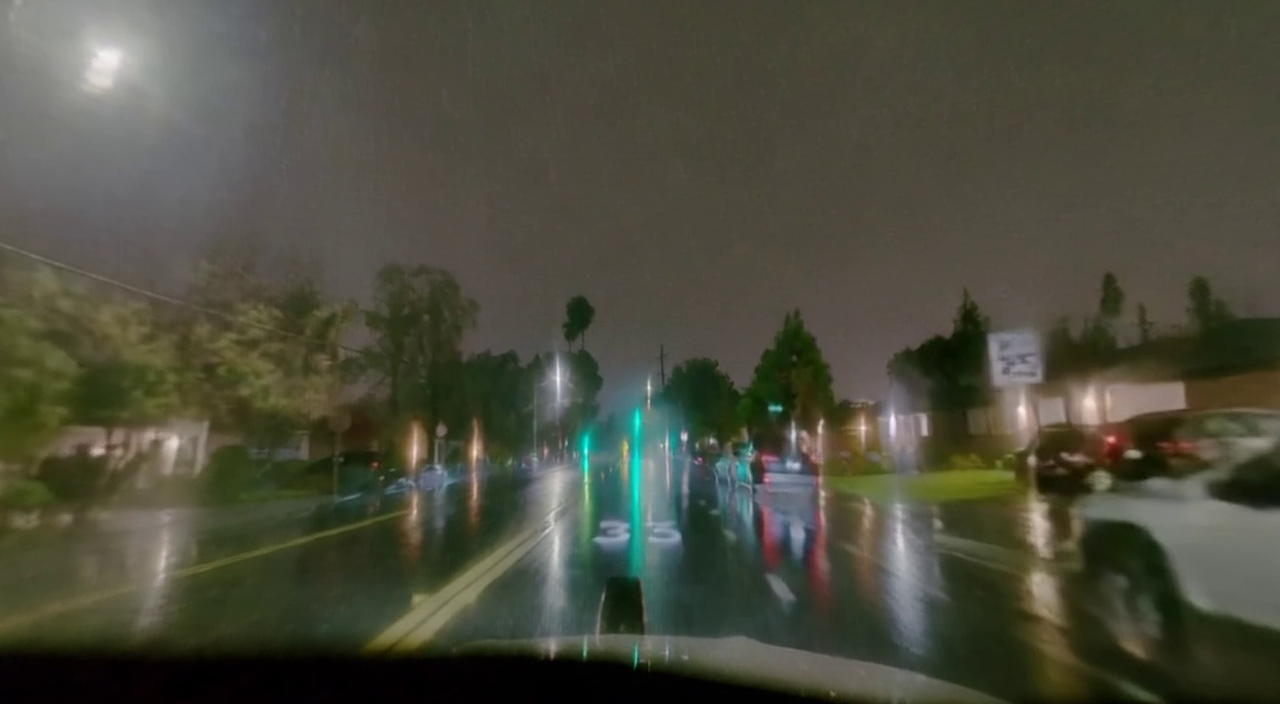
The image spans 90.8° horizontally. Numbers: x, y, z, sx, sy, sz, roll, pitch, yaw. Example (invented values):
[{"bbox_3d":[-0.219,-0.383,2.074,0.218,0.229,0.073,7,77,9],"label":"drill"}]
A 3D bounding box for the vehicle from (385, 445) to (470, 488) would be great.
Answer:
[{"bbox_3d":[-10.650,5.739,32.276,2.338,1.871,5.795,-2,-8,0],"label":"vehicle"}]

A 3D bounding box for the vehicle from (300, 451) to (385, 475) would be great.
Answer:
[{"bbox_3d":[-19.181,7.144,40.848,4.530,1.477,1.843,0,-8,-1],"label":"vehicle"}]

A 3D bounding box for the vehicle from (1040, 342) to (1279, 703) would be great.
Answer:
[{"bbox_3d":[3.998,0.802,2.038,2.169,1.914,4.791,0,-8,-1],"label":"vehicle"}]

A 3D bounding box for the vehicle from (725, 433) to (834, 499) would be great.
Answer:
[{"bbox_3d":[4.160,3.496,19.825,2.254,1.812,4.817,0,-8,-1],"label":"vehicle"}]
